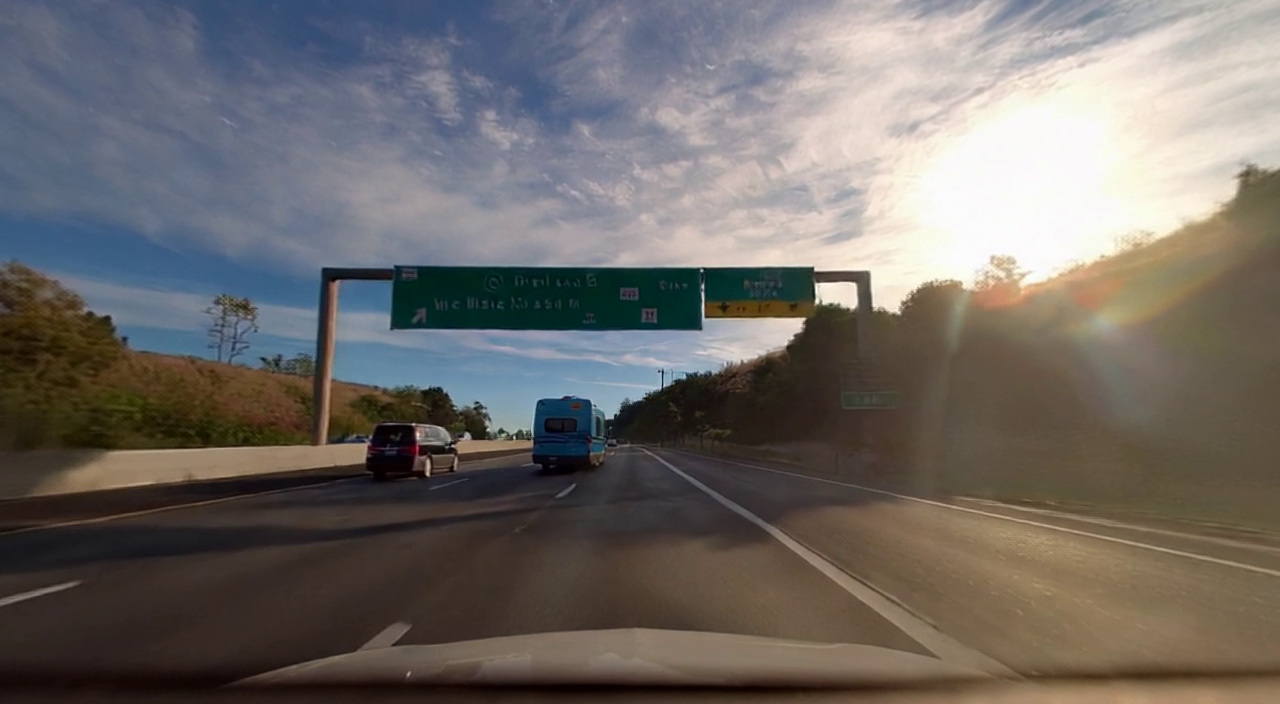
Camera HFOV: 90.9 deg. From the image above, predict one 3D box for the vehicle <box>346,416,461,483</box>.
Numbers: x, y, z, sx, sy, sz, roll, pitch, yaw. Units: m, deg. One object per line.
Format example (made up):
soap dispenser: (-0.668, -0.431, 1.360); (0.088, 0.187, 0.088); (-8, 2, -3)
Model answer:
vehicle: (-7.336, 3.050, 20.053); (2.045, 1.873, 4.202); (0, -8, 0)

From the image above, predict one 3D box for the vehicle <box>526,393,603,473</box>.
vehicle: (-3.312, 3.838, 29.654); (2.676, 3.269, 7.388); (0, -8, 0)

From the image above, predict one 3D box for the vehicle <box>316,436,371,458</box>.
vehicle: (-20.537, 6.573, 43.819); (1.793, 1.439, 4.273); (0, -8, -1)
